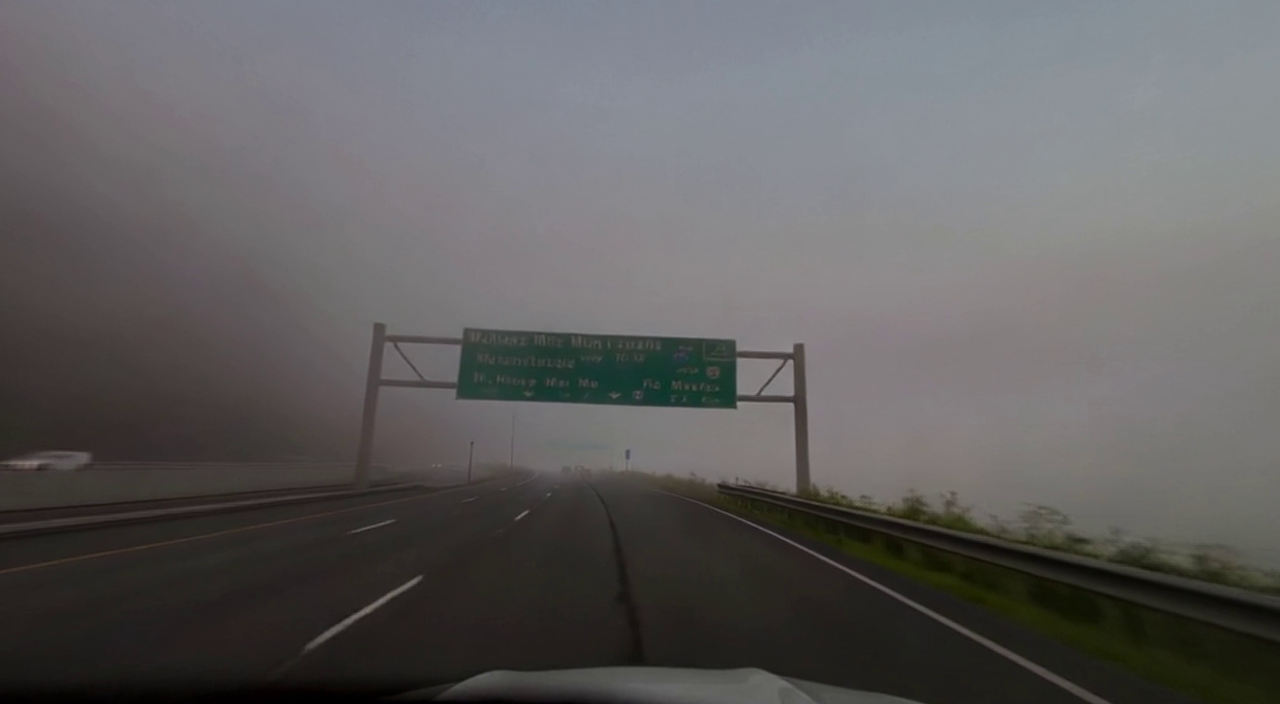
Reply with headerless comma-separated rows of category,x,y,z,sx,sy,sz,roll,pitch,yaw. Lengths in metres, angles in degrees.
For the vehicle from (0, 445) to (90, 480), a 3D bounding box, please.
vehicle,-31.763,5.791,32.911,1.936,1.701,4.864,2,-11,-6
